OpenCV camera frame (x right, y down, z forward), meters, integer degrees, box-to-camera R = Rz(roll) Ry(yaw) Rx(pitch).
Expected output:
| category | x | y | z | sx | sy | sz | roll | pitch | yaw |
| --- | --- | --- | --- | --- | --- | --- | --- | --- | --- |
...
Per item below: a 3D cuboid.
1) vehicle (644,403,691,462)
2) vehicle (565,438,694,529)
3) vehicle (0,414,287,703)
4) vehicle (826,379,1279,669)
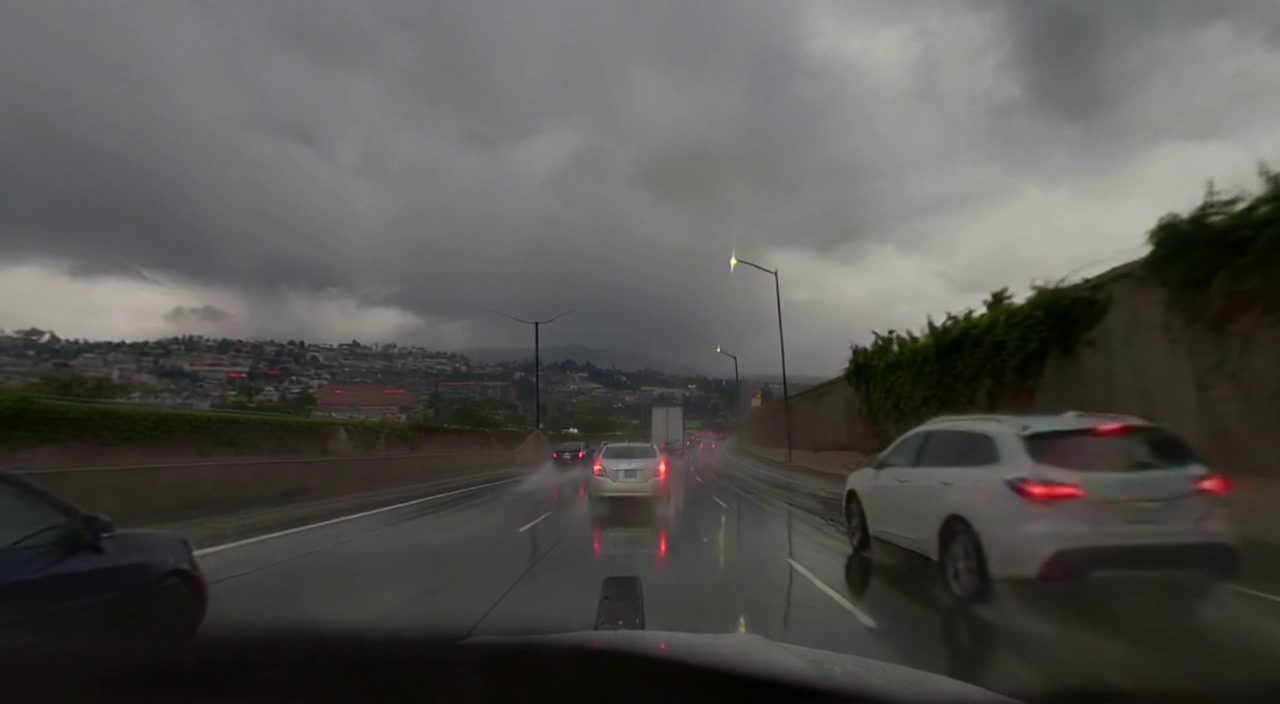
| category | x | y | z | sx | sy | sz | roll | pitch | yaw |
| --- | --- | --- | --- | --- | --- | --- | --- | --- | --- |
| vehicle | 2.344 | 6.395 | 49.206 | 2.990 | 4.072 | 10.706 | -1 | -9 | 6 |
| vehicle | -0.135 | 2.493 | 12.524 | 2.136 | 1.470 | 3.971 | -1 | -9 | 1 |
| vehicle | -3.786 | 0.942 | 2.203 | 2.130 | 1.474 | 5.027 | -1 | -9 | 1 |
| vehicle | 3.576 | 1.341 | 6.043 | 2.166 | 1.666 | 4.618 | 0 | -9 | 0 |
